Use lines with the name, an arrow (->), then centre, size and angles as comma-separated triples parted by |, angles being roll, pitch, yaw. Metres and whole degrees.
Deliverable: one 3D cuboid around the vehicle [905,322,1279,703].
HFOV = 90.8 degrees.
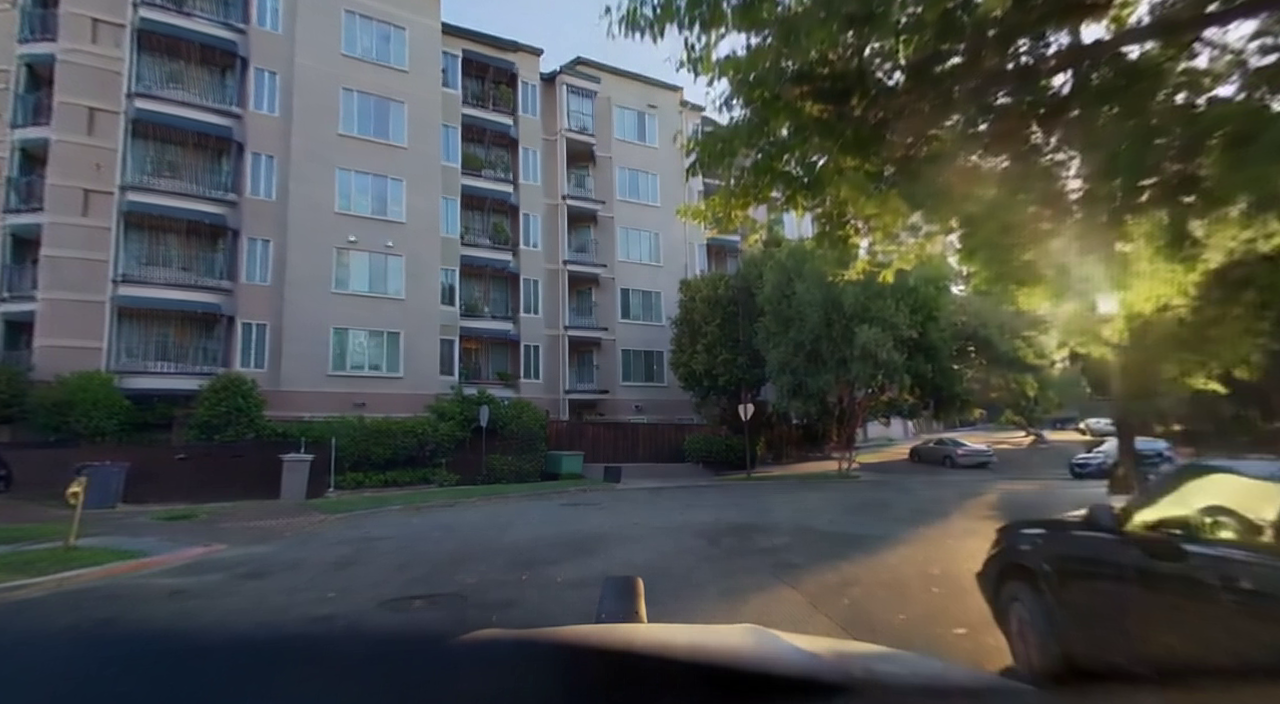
vehicle -> 3.002, 0.851, 2.423 | 2.020, 1.734, 4.402 | 0, -8, 0
